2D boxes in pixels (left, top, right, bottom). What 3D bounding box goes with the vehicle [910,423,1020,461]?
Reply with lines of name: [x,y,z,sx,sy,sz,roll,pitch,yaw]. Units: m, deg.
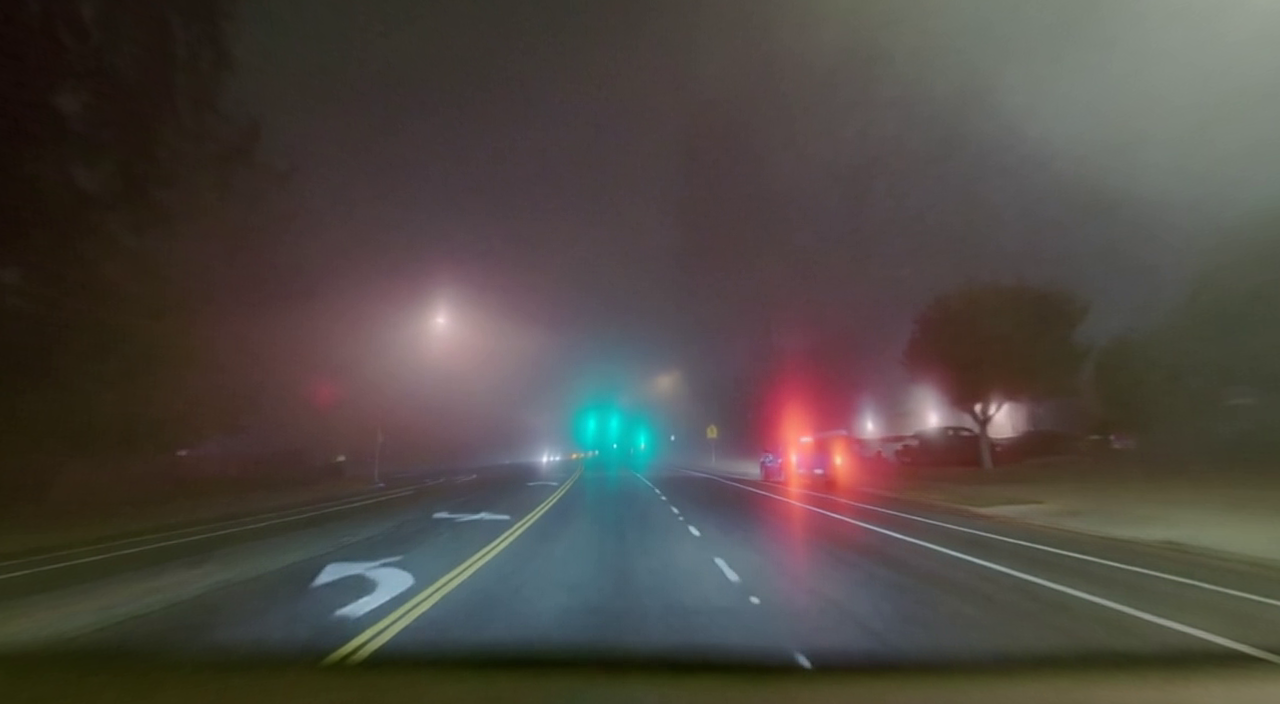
vehicle: [17.022,4.737,33.256,4.623,1.741,1.924,-2,-8,-2]

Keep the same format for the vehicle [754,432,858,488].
vehicle: [6.134,4.069,24.280,2.285,1.868,5.575,0,-8,-2]
